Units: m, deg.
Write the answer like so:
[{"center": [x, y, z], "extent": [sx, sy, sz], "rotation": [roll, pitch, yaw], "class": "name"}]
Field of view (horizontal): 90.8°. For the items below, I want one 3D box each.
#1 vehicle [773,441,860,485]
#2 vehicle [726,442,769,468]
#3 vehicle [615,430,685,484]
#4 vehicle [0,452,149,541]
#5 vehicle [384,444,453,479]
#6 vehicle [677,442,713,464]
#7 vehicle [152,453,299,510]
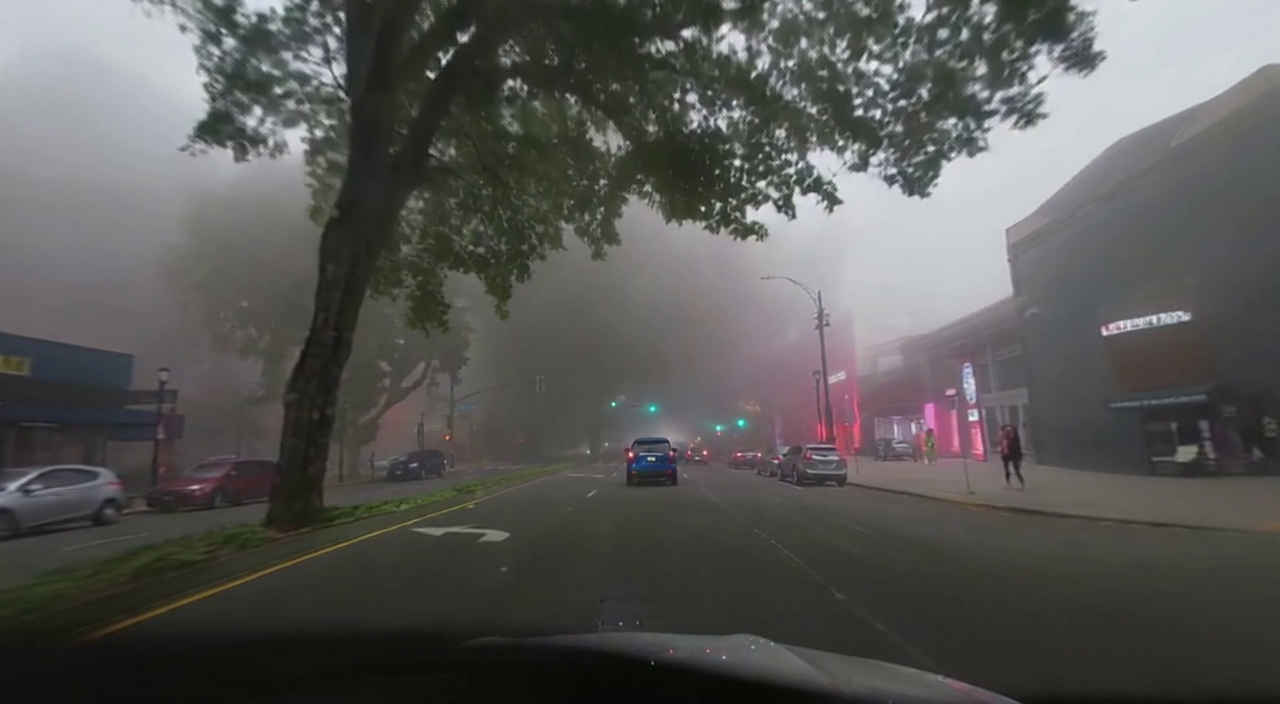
[{"center": [6.542, 4.159, 23.993], "extent": [2.048, 1.484, 4.709], "rotation": [-1, -9, 2], "class": "vehicle"}, {"center": [6.872, 6.633, 40.867], "extent": [1.986, 1.515, 4.265], "rotation": [0, -9, 0], "class": "vehicle"}, {"center": [0.343, 3.924, 23.856], "extent": [2.382, 1.796, 4.610], "rotation": [0, -8, 0], "class": "vehicle"}, {"center": [-13.712, 3.134, 13.913], "extent": [2.148, 1.694, 4.561], "rotation": [-3, -8, 0], "class": "vehicle"}, {"center": [-13.321, 6.605, 38.444], "extent": [2.197, 1.985, 5.183], "rotation": [-1, -8, 2], "class": "vehicle"}, {"center": [3.854, 7.161, 44.780], "extent": [2.209, 1.478, 4.138], "rotation": [0, -8, 0], "class": "vehicle"}, {"center": [-13.690, 4.269, 21.277], "extent": [1.934, 1.639, 4.387], "rotation": [0, -8, 0], "class": "vehicle"}]
